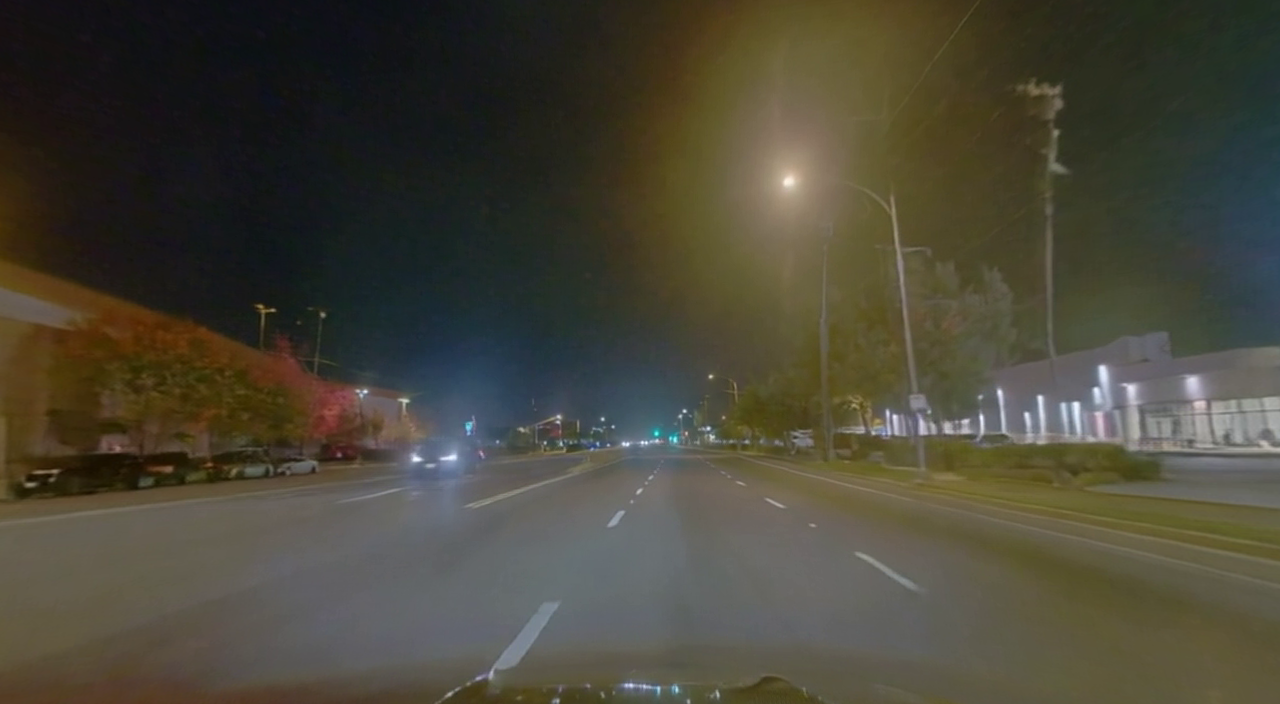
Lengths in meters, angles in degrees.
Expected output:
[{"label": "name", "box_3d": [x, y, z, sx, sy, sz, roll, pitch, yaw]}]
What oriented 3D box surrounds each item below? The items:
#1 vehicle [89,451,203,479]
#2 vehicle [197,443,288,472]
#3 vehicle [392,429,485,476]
[{"label": "vehicle", "box_3d": [-26.649, 6.111, 34.199, 4.553, 1.445, 1.942, 0, -8, 2]}, {"label": "vehicle", "box_3d": [-25.876, 6.883, 41.227, 4.620, 1.801, 2.017, 0, -8, 2]}, {"label": "vehicle", "box_3d": [-8.824, 4.459, 28.291, 2.157, 1.883, 5.286, 0, -8, 3]}]
